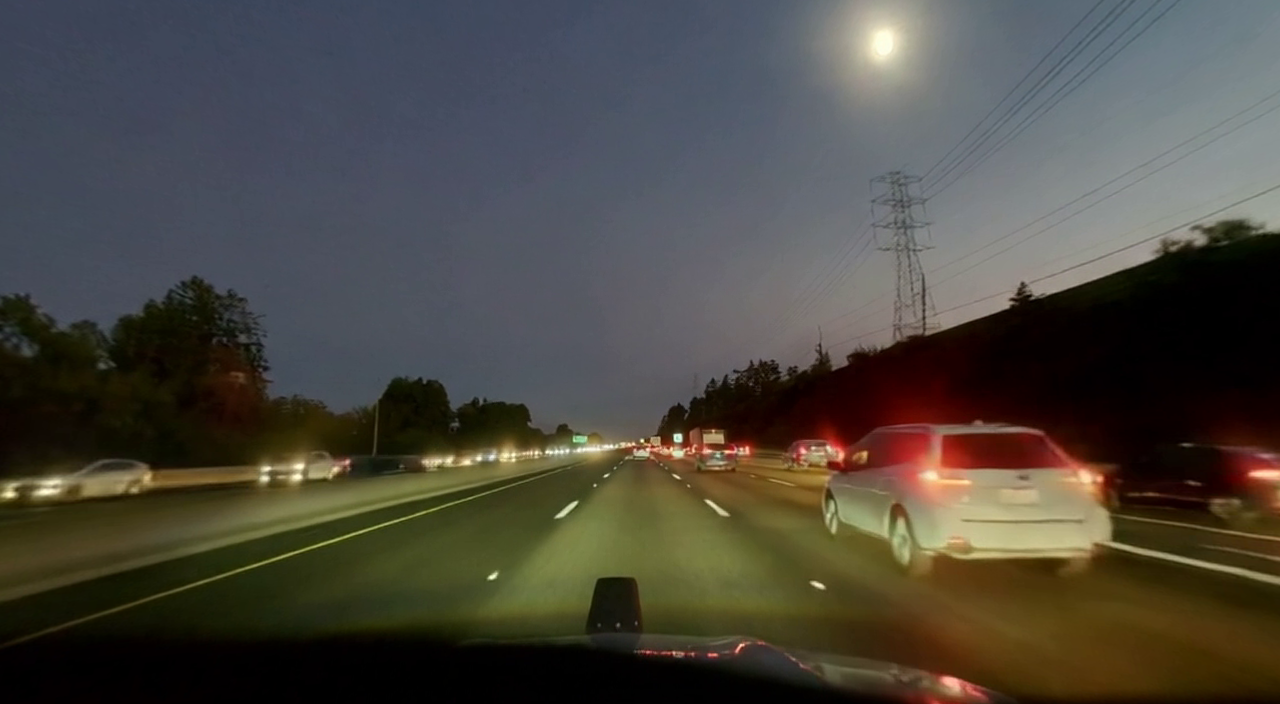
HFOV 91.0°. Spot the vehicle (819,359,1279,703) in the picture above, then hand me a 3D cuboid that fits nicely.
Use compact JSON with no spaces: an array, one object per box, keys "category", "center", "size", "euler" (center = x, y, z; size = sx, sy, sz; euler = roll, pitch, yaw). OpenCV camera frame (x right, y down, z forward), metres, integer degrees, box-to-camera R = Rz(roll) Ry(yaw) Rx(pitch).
[{"category":"vehicle","center":[3.288,1.233,5.441],"size":[2.111,1.755,4.459],"euler":[0,-8,-1]}]

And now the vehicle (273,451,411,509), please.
[{"category":"vehicle","center":[-8.575,3.690,18.599],"size":[1.951,1.443,4.201],"euler":[0,-8,1]}]

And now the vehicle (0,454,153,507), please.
[{"category":"vehicle","center":[-22.536,5.078,25.322],"size":[2.028,1.813,4.807],"euler":[0,-8,0]}]

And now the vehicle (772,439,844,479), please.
[{"category":"vehicle","center":[6.824,4.377,26.023],"size":[1.836,1.527,3.783],"euler":[0,-8,-1]}]

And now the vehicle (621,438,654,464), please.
[{"category":"vehicle","center":[-0.213,7.303,46.705],"size":[2.314,1.796,4.254],"euler":[0,-8,-1]}]

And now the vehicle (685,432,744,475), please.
[{"category":"vehicle","center":[3.476,4.837,30.304],"size":[2.095,1.886,4.727],"euler":[0,-8,-2]}]
